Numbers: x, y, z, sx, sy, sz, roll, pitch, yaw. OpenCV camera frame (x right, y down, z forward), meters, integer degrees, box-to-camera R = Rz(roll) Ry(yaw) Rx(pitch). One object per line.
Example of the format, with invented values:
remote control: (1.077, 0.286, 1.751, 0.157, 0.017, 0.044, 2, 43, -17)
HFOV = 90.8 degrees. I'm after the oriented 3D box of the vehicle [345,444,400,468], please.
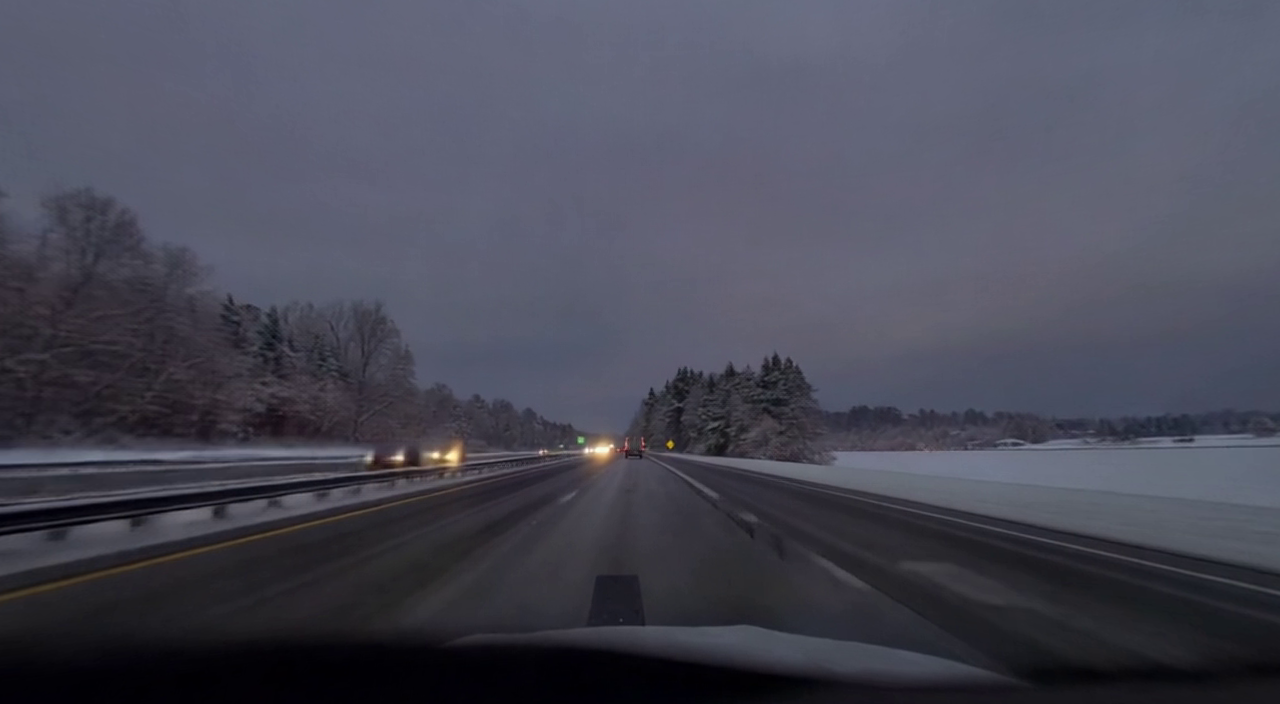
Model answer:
vehicle: (-16.825, 6.568, 39.851, 1.747, 1.441, 3.901, 0, -9, 0)
